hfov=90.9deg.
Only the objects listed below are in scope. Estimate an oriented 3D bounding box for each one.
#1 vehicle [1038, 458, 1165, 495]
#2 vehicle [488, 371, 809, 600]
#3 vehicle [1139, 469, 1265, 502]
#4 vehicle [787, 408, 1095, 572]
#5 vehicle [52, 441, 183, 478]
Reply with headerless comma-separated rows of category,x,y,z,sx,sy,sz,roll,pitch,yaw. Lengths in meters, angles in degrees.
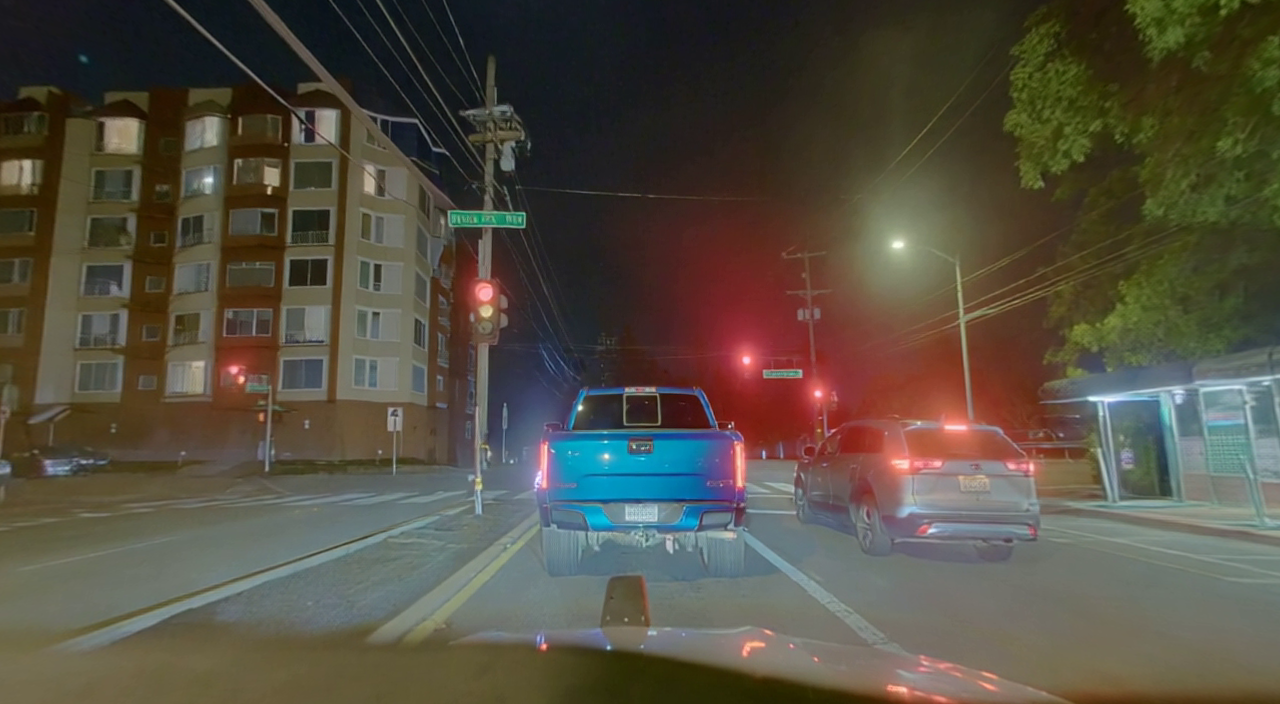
vehicle,21.785,5.864,29.884,4.498,1.618,1.843,0,-8,0
vehicle,0.103,1.512,8.022,2.738,1.959,5.070,0,-8,1
vehicle,26.396,6.266,29.699,4.071,1.388,1.884,0,-8,1
vehicle,3.835,1.853,9.288,2.131,1.759,4.762,0,-8,0
vehicle,-24.858,5.115,30.108,4.563,1.692,1.778,0,-8,-2
